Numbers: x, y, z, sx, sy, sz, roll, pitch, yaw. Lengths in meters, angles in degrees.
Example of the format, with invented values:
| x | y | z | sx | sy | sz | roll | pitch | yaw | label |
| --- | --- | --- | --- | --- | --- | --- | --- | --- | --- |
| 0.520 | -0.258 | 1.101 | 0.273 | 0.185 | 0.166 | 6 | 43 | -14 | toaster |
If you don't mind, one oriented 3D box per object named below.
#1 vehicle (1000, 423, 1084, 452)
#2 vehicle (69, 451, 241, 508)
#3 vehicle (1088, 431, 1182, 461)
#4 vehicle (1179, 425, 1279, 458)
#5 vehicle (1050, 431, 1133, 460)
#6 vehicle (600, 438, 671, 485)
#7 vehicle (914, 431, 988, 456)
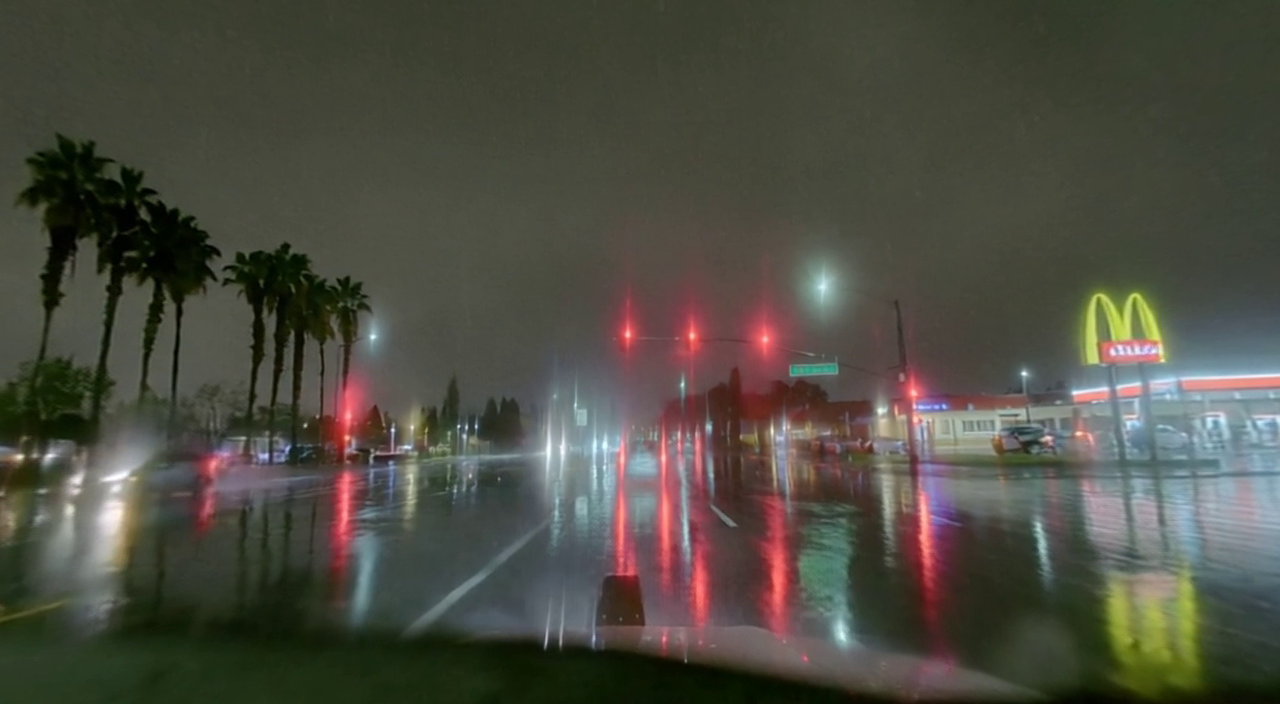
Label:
| x | y | z | sx | sy | sz | roll | pitch | yaw | label |
| --- | --- | --- | --- | --- | --- | --- | --- | --- | --- |
| 24.452 | 5.227 | 38.556 | 3.783 | 1.560 | 1.853 | -4 | -9 | 10 | vehicle |
| -15.282 | 3.997 | 20.318 | 1.896 | 1.508 | 4.659 | 0 | -8 | -1 | vehicle |
| 26.248 | 4.989 | 33.664 | 1.923 | 1.501 | 3.849 | 0 | -8 | 2 | vehicle |
| 31.767 | 4.785 | 33.808 | 1.903 | 1.630 | 4.320 | 0 | -8 | -2 | vehicle |
| 24.159 | 5.008 | 33.968 | 1.738 | 1.462 | 3.609 | 0 | -8 | 0 | vehicle |
| -0.179 | 3.862 | 22.666 | 2.270 | 1.475 | 4.571 | 0 | -8 | -1 | vehicle |
| 19.464 | 5.747 | 39.701 | 3.833 | 1.495 | 1.892 | -3 | -9 | 17 | vehicle |
